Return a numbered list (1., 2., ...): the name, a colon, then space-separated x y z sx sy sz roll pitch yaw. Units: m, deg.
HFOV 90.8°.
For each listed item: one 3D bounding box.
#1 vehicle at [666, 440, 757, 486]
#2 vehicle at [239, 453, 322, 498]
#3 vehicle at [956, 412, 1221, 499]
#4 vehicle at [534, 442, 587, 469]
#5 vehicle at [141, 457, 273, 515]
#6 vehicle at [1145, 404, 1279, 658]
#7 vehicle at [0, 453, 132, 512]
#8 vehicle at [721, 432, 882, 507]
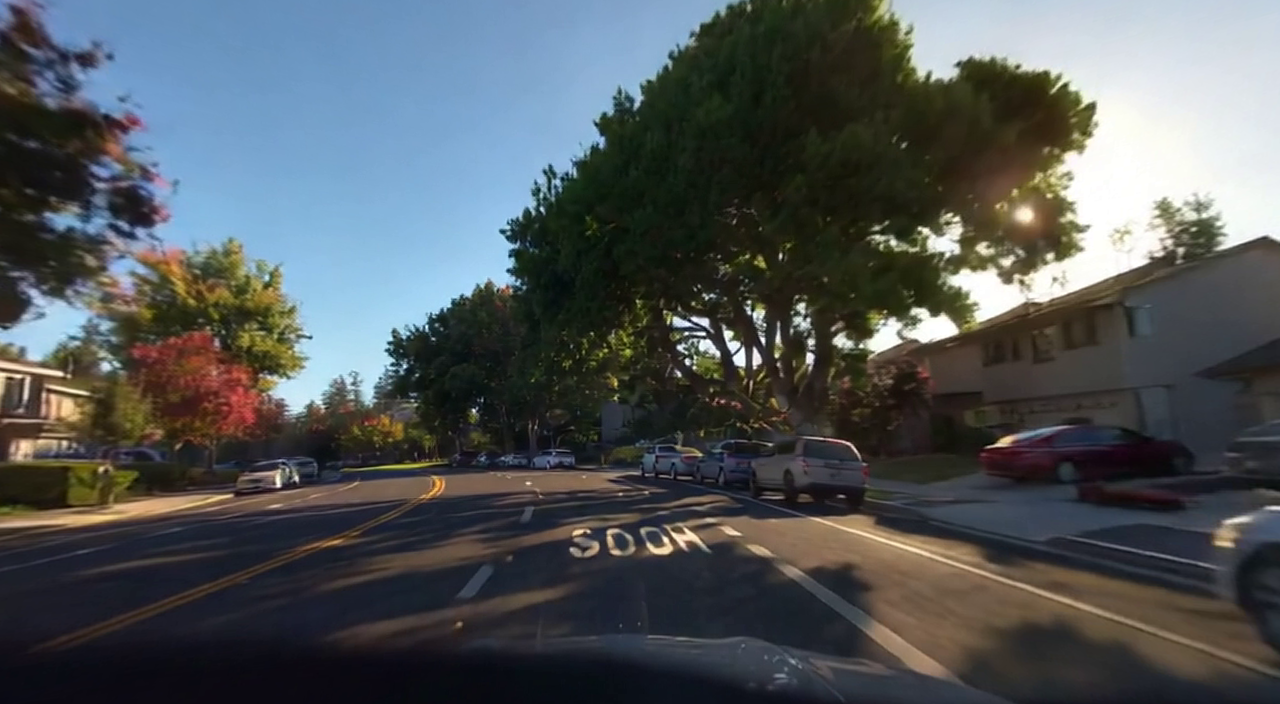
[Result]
1. vehicle: 2.470 3.963 22.946 1.844 1.485 4.193 2 -9 -16
2. vehicle: -14.926 5.098 26.541 2.117 1.501 4.762 2 -8 -19
3. vehicle: 10.093 2.310 14.418 4.716 1.483 1.993 -3 -7 -9
4. vehicle: -5.800 7.383 45.486 2.134 1.805 5.559 4 -9 -25
5. vehicle: -13.586 4.172 20.196 1.943 1.476 4.714 2 -9 -15
6. vehicle: 4.951 0.878 2.388 2.092 1.524 4.800 0 -8 0
7. vehicle: -18.803 4.123 20.426 2.017 1.588 4.732 3 -9 -18
8. vehicle: 3.887 2.924 16.253 2.367 1.614 4.463 1 -8 -9
